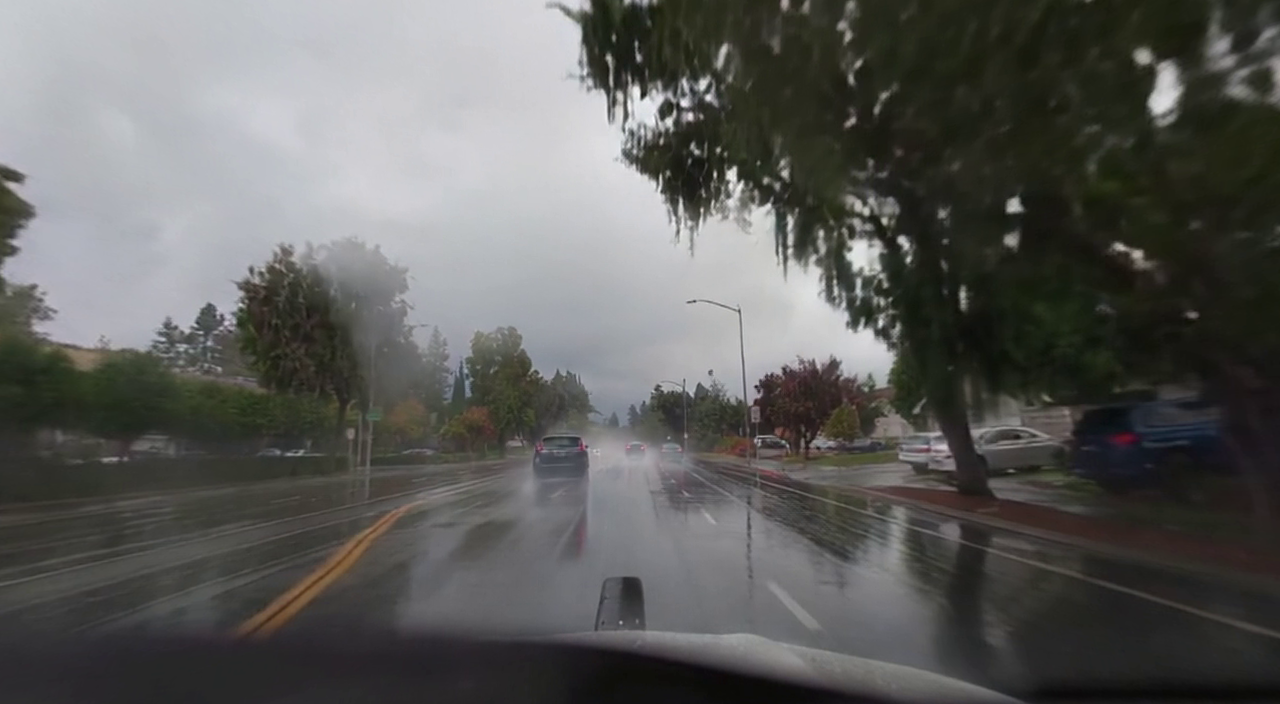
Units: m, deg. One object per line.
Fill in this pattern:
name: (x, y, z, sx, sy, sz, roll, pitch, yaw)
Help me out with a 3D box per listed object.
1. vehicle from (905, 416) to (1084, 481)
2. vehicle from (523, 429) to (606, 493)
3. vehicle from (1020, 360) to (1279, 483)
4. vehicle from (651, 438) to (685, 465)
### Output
vehicle: (11.336, 3.104, 20.447, 4.560, 1.842, 2.048, -8, -12, 43)
vehicle: (-2.253, 3.329, 19.654, 2.205, 1.706, 4.904, 1, -8, -5)
vehicle: (11.745, 1.476, 12.948, 2.483, 2.209, 6.171, 8, -11, -43)
vehicle: (1.767, 6.510, 41.469, 2.003, 1.614, 4.072, 0, -8, 0)
